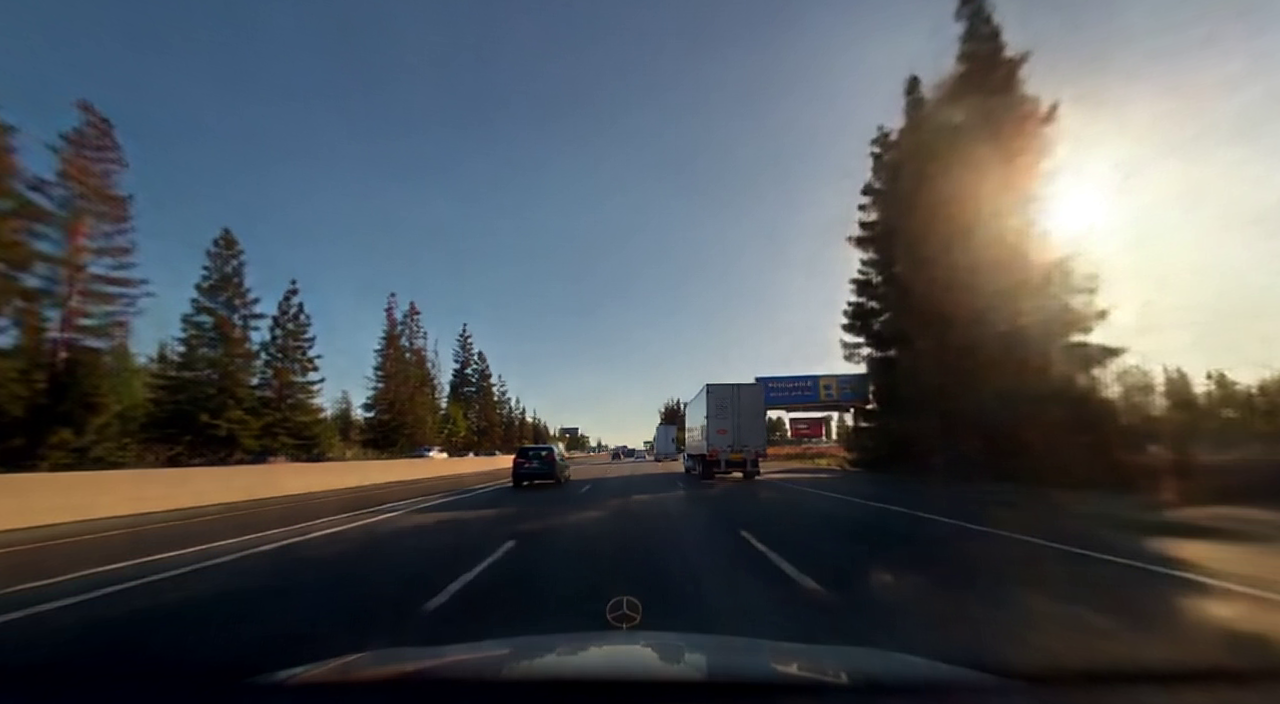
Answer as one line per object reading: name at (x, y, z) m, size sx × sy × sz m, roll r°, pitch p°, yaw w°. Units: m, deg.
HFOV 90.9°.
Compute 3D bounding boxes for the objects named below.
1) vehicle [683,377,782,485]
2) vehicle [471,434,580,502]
vehicle at (4.161, 4.214, 32.174) m, size 2.826 × 4.269 × 14.176 m, roll 0°, pitch -9°, yaw 0°
vehicle at (-3.299, 3.469, 19.320) m, size 2.291 × 1.788 × 4.825 m, roll 0°, pitch -9°, yaw 1°
